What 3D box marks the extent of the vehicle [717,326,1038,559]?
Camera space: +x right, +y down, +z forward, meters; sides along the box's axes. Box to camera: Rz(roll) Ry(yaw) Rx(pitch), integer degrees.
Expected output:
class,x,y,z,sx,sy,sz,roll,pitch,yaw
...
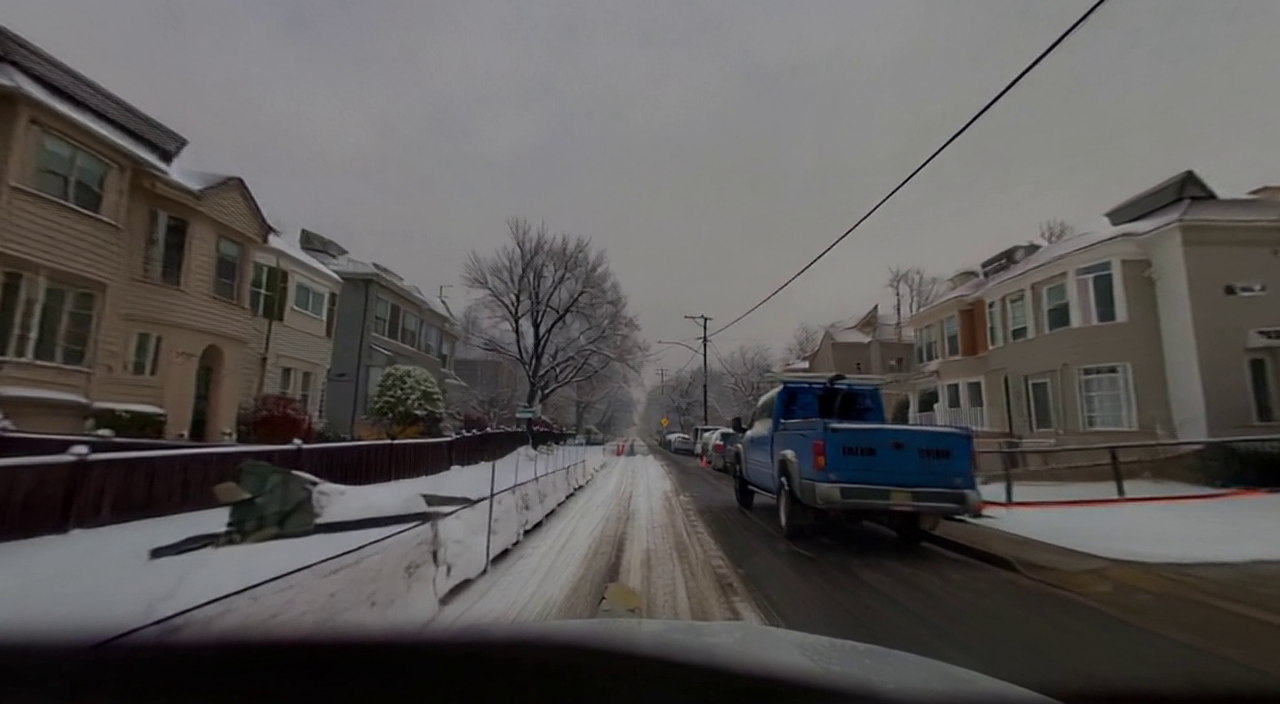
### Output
class,x,y,z,sx,sy,sz,roll,pitch,yaw
vehicle,3.240,1.476,10.753,2.879,2.801,6.142,0,-8,-2

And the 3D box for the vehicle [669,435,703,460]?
class,x,y,z,sx,sy,sz,roll,pitch,yaw
vehicle,3.361,7.102,47.124,2.066,1.739,4.234,0,-8,-2
